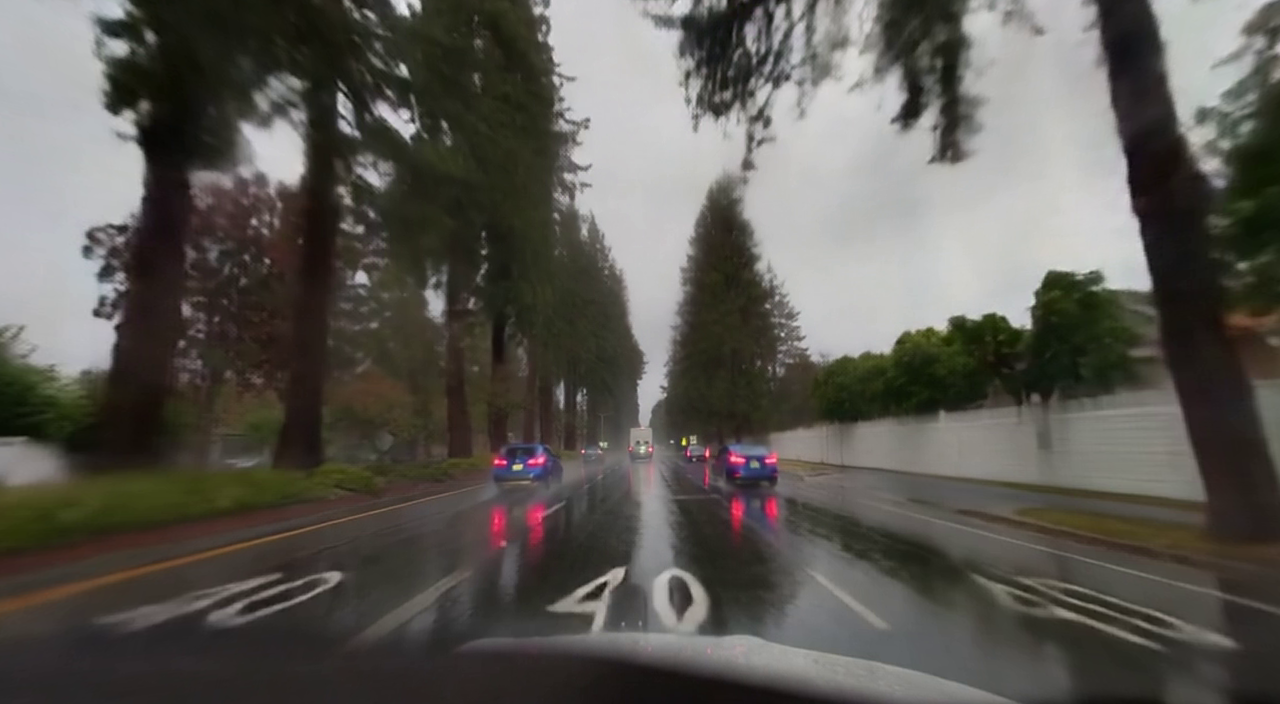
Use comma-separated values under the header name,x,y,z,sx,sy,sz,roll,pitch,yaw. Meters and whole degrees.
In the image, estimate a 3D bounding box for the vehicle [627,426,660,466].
name,x,y,z,sx,sy,sz,roll,pitch,yaw
vehicle,0.286,6.856,45.970,2.311,2.726,5.814,0,-8,1

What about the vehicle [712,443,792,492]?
name,x,y,z,sx,sy,sz,roll,pitch,yaw
vehicle,3.687,3.870,21.449,1.945,1.469,4.258,0,-8,0

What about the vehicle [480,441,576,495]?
name,x,y,z,sx,sy,sz,roll,pitch,yaw
vehicle,-3.353,3.576,19.821,2.036,1.474,4.647,0,-8,2

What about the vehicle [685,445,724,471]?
name,x,y,z,sx,sy,sz,roll,pitch,yaw
vehicle,4.003,6.624,39.450,1.905,1.520,4.340,1,-8,-1

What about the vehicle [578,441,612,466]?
name,x,y,z,sx,sy,sz,roll,pitch,yaw
vehicle,-3.167,7.301,45.264,2.021,1.715,4.329,0,-8,1
